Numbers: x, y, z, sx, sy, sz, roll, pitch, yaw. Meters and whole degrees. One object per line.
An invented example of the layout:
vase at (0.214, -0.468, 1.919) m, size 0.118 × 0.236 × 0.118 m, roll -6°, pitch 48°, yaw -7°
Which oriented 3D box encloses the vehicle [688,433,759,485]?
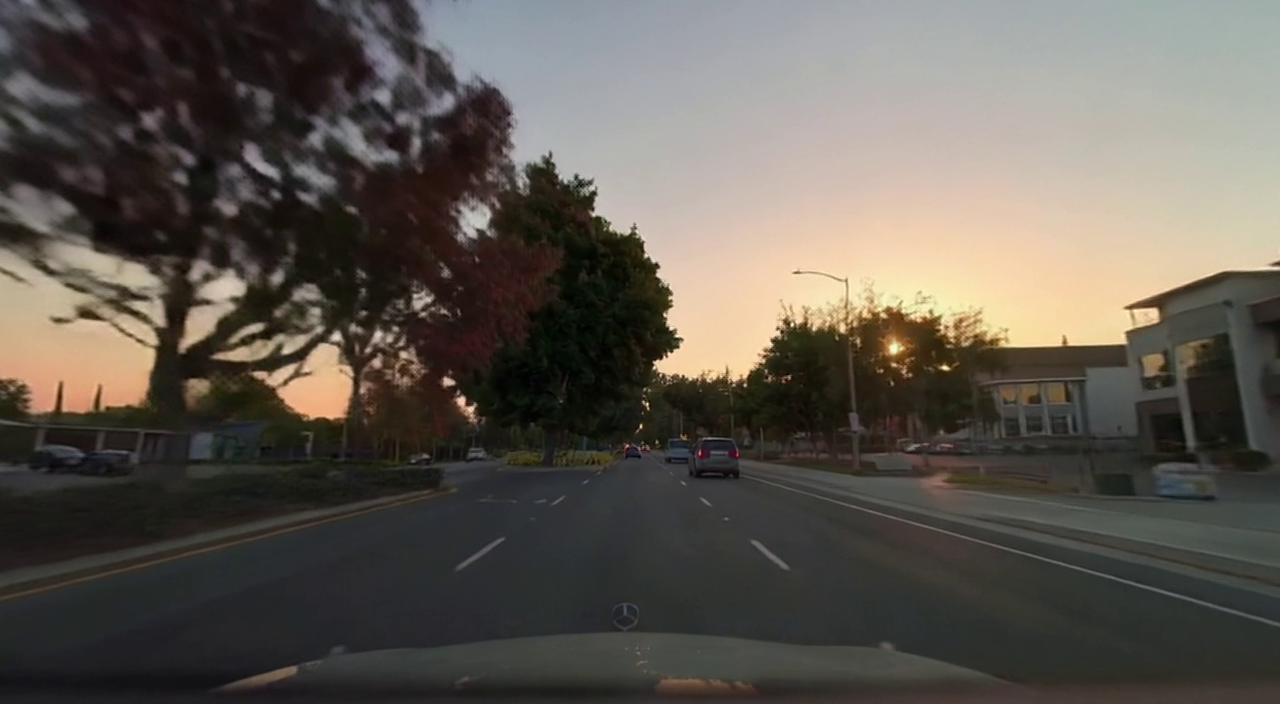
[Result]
vehicle at (3.082, 4.073, 24.300) m, size 2.060 × 1.816 × 4.343 m, roll 0°, pitch -9°, yaw -1°
